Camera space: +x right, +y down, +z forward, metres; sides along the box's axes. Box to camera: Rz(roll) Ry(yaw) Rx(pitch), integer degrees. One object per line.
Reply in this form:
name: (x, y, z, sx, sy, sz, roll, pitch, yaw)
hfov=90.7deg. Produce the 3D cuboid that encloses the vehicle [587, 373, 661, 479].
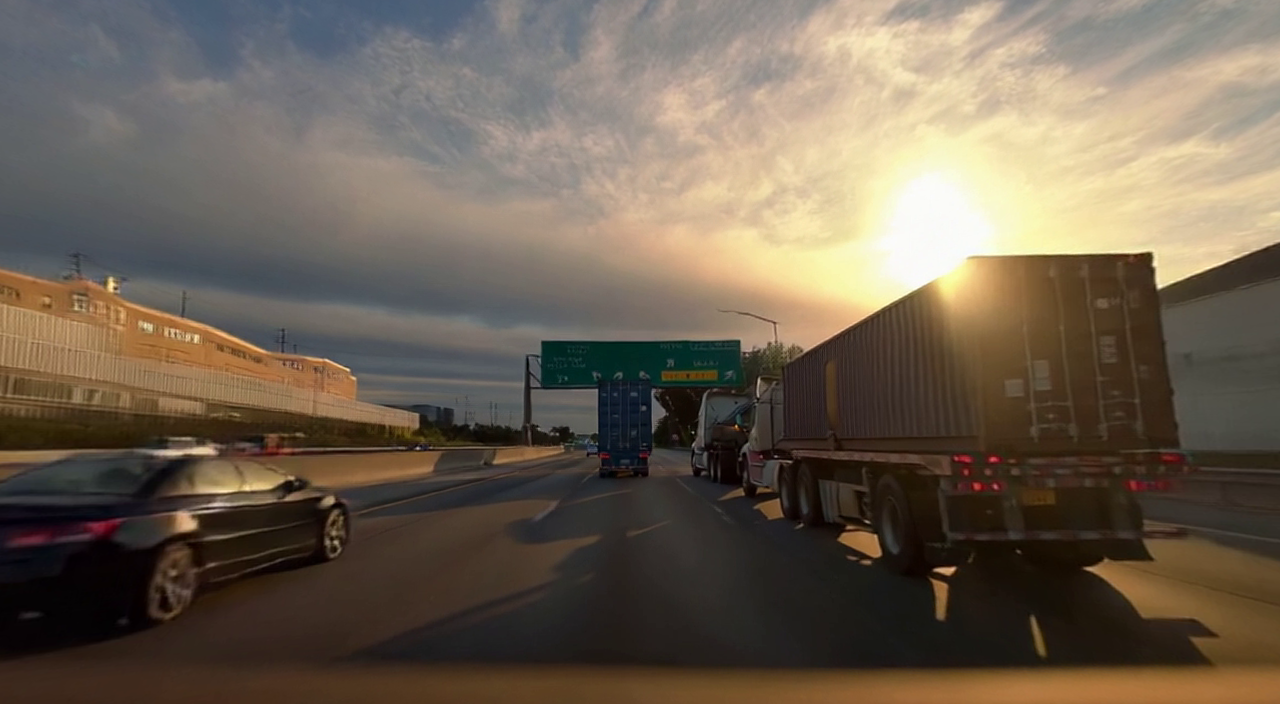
vehicle: (-0.512, 3.719, 30.356, 2.841, 4.071, 12.046, -1, -9, 1)

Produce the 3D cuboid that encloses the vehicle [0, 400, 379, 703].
vehicle: (-3.907, 1.251, 4.742, 1.994, 1.471, 4.591, 0, -9, -1)

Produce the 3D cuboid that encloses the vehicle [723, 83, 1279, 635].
vehicle: (3.780, 0.859, 10.938, 2.803, 4.072, 12.744, 0, -9, -1)
